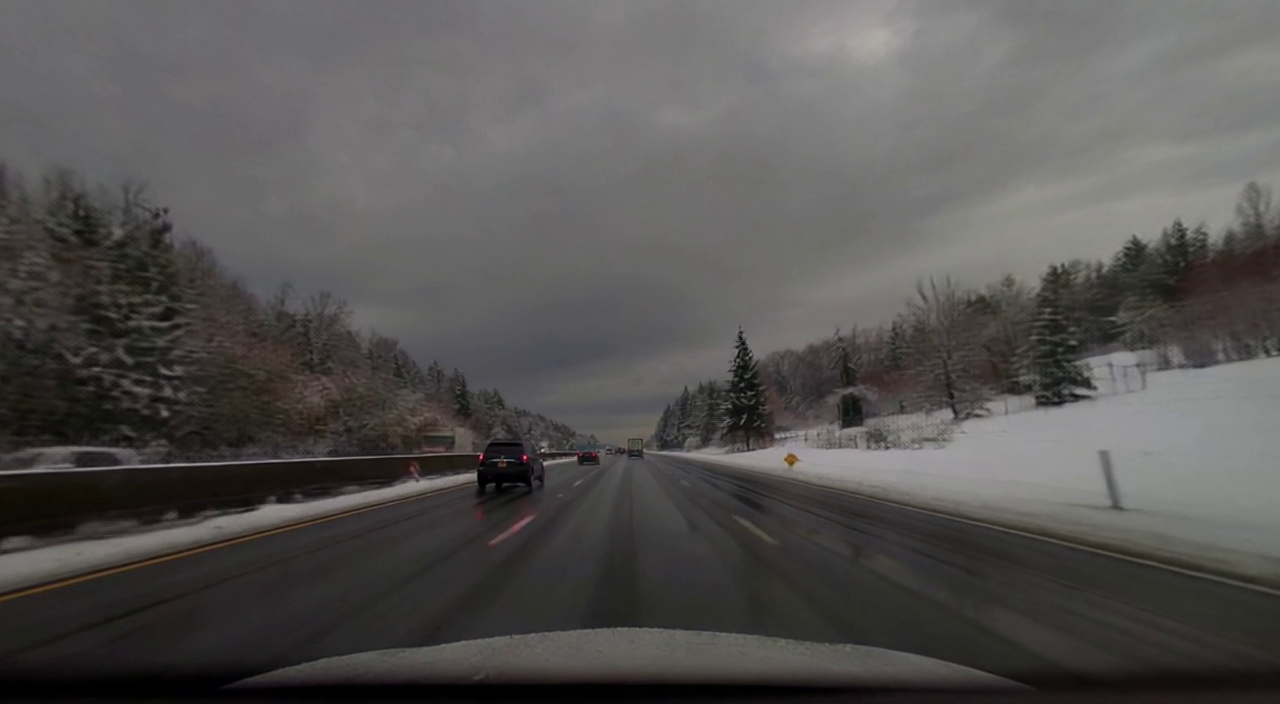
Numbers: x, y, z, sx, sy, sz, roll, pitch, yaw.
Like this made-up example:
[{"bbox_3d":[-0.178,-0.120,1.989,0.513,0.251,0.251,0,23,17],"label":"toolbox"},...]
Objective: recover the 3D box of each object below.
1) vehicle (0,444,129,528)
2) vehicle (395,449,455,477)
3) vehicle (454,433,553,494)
[{"bbox_3d":[-13.108,2.650,12.530,1.955,1.557,4.567,-1,-9,-1],"label":"vehicle"},{"bbox_3d":[-12.457,6.408,36.563,1.914,1.490,4.545,0,-9,0],"label":"vehicle"},{"bbox_3d":[-4.123,3.454,19.753,2.151,1.693,4.201,-1,-9,1],"label":"vehicle"}]
